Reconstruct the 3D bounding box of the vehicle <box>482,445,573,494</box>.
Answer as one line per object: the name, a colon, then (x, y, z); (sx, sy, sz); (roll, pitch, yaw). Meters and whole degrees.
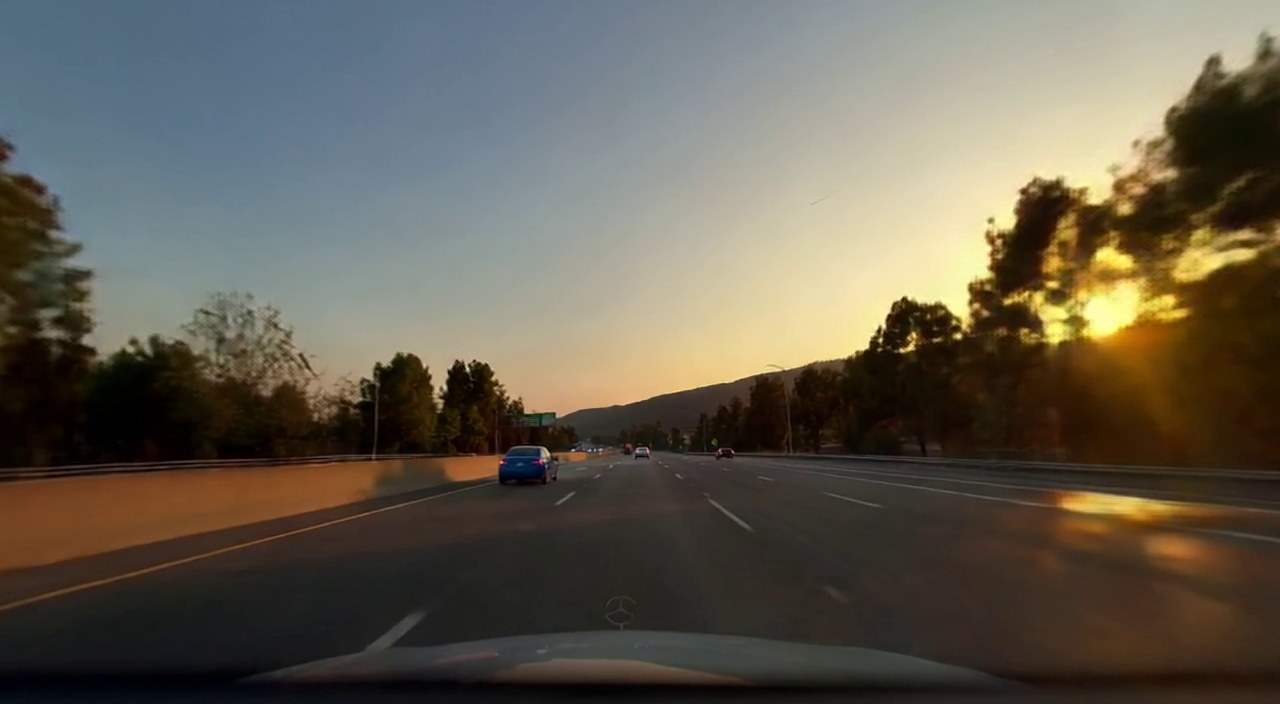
vehicle: (-3.702, 3.963, 21.588); (2.162, 1.493, 4.583); (0, -9, 1)
